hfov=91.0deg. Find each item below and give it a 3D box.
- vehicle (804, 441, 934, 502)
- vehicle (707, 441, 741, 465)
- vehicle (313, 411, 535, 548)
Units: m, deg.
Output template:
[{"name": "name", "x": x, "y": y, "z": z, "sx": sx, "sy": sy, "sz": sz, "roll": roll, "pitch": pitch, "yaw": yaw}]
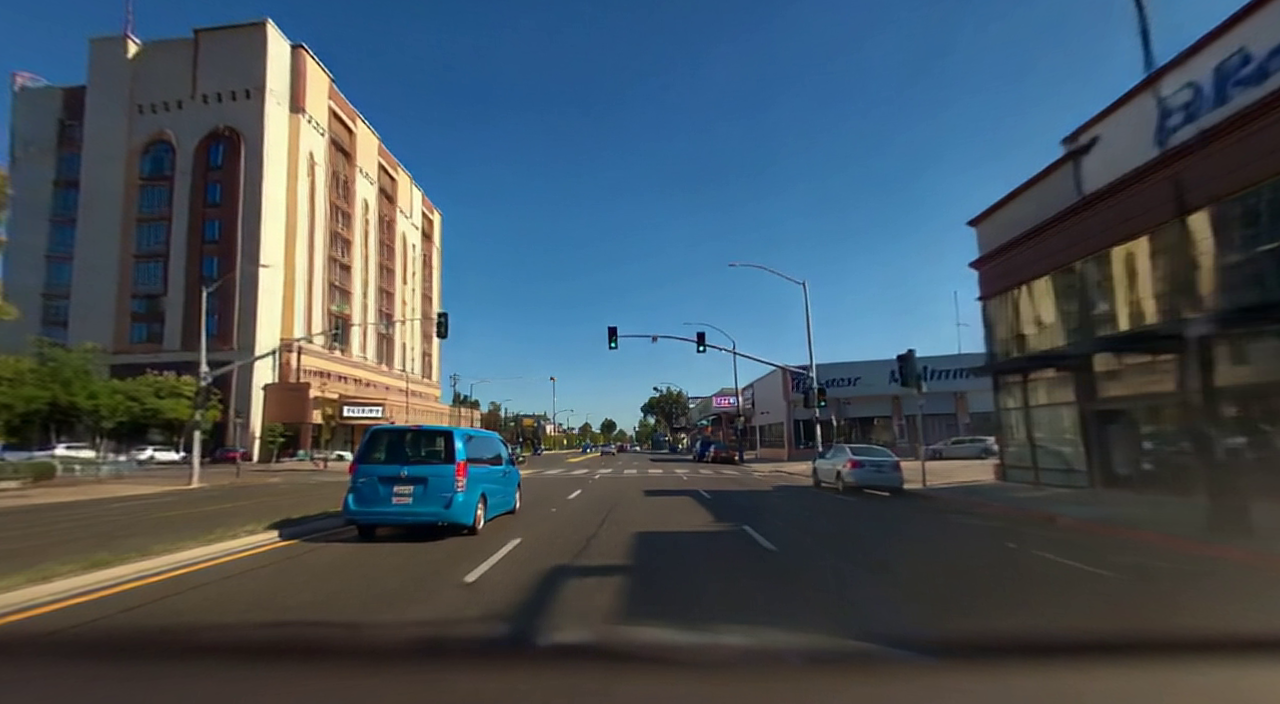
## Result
[{"name": "vehicle", "x": 6.459, "y": 3.398, "z": 18.440, "sx": 1.967, "sy": 1.534, "sz": 4.683, "roll": 0, "pitch": -8, "yaw": -1}, {"name": "vehicle", "x": 6.355, "y": 7.661, "z": 47.986, "sx": 1.942, "sy": 1.753, "sz": 4.912, "roll": 0, "pitch": -8, "yaw": 0}, {"name": "vehicle", "x": -3.054, "y": 1.891, "z": 9.898, "sx": 2.080, "sy": 1.722, "sz": 3.766, "roll": 0, "pitch": -8, "yaw": 1}]
